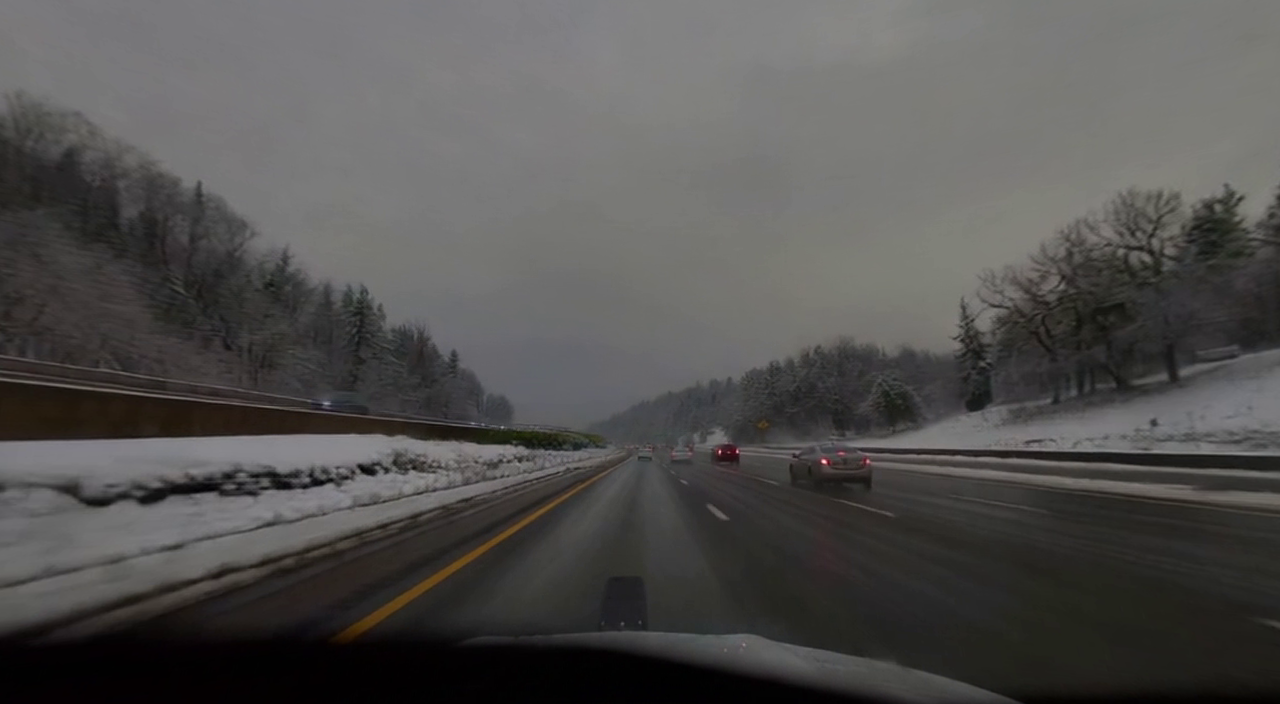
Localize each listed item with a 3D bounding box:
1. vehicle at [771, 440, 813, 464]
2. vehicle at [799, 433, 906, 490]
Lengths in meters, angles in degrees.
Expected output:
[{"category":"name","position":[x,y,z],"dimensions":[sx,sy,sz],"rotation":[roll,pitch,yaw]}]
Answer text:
[{"category":"vehicle","position":[11.054,7.277,45.958],"dimensions":[1.986,1.644,4.126],"rotation":[0,-8,0]},{"category":"vehicle","position":[7.113,3.705,21.621],"dimensions":[2.048,1.697,4.689],"rotation":[0,-8,0]}]
